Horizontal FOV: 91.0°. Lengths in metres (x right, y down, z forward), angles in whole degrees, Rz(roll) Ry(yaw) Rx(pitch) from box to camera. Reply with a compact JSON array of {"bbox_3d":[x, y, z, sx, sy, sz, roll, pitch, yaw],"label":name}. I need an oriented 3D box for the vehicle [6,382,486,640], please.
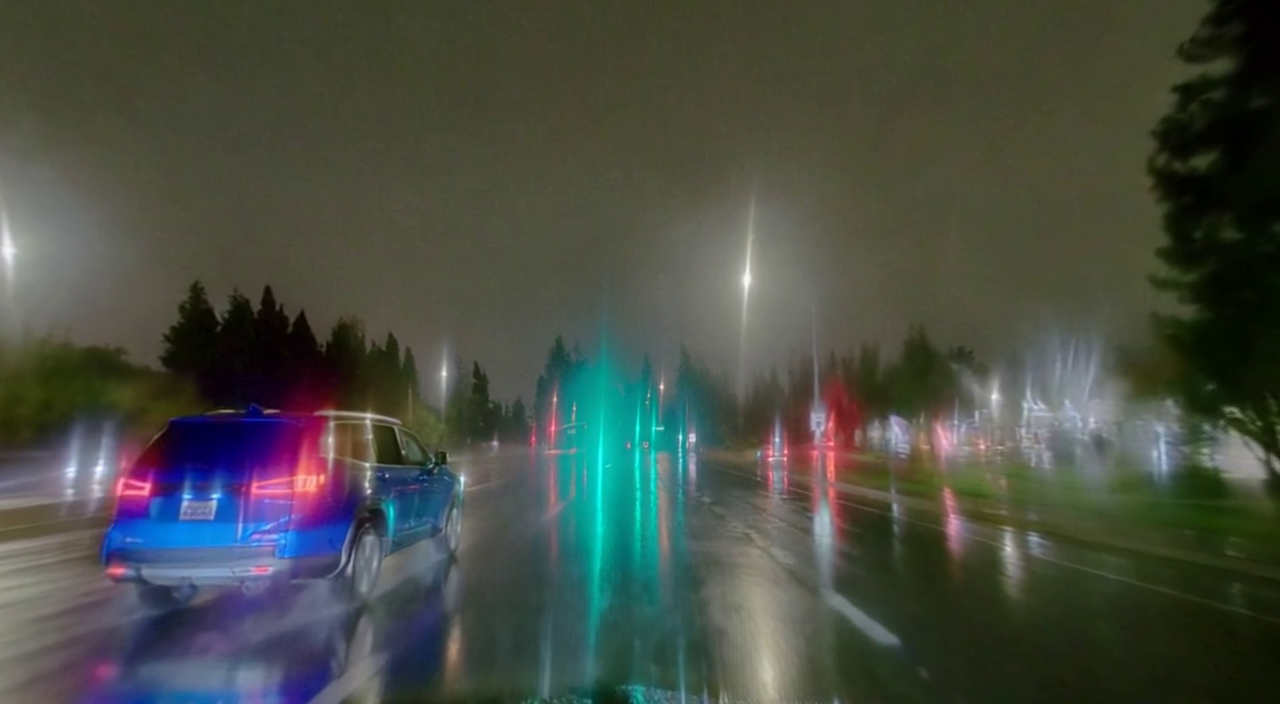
[{"bbox_3d":[-3.188,1.388,6.525,2.033,1.713,4.503,0,-8,0],"label":"vehicle"}]
